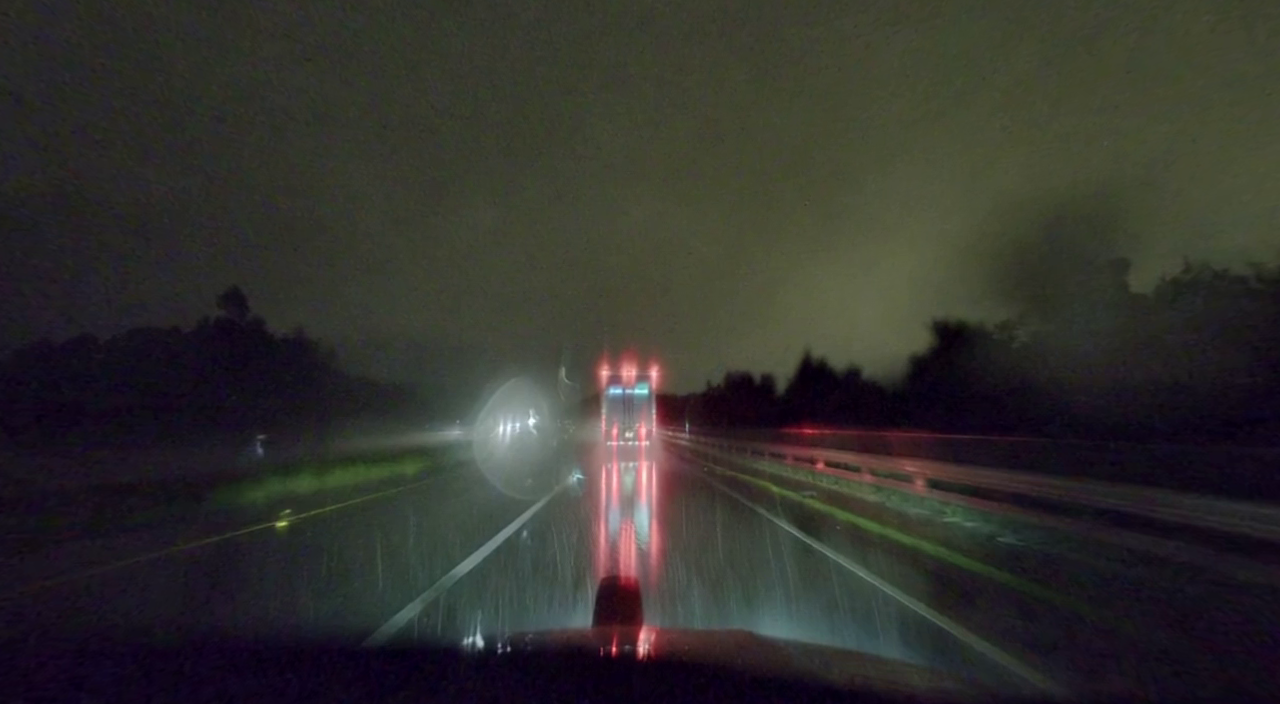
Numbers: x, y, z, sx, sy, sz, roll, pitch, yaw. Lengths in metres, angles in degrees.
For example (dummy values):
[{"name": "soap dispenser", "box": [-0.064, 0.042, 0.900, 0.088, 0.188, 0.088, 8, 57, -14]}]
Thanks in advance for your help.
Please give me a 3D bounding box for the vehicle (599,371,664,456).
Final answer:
[{"name": "vehicle", "box": [-0.701, 3.580, 34.626, 3.023, 3.965, 10.402, 0, -8, -3]}]
